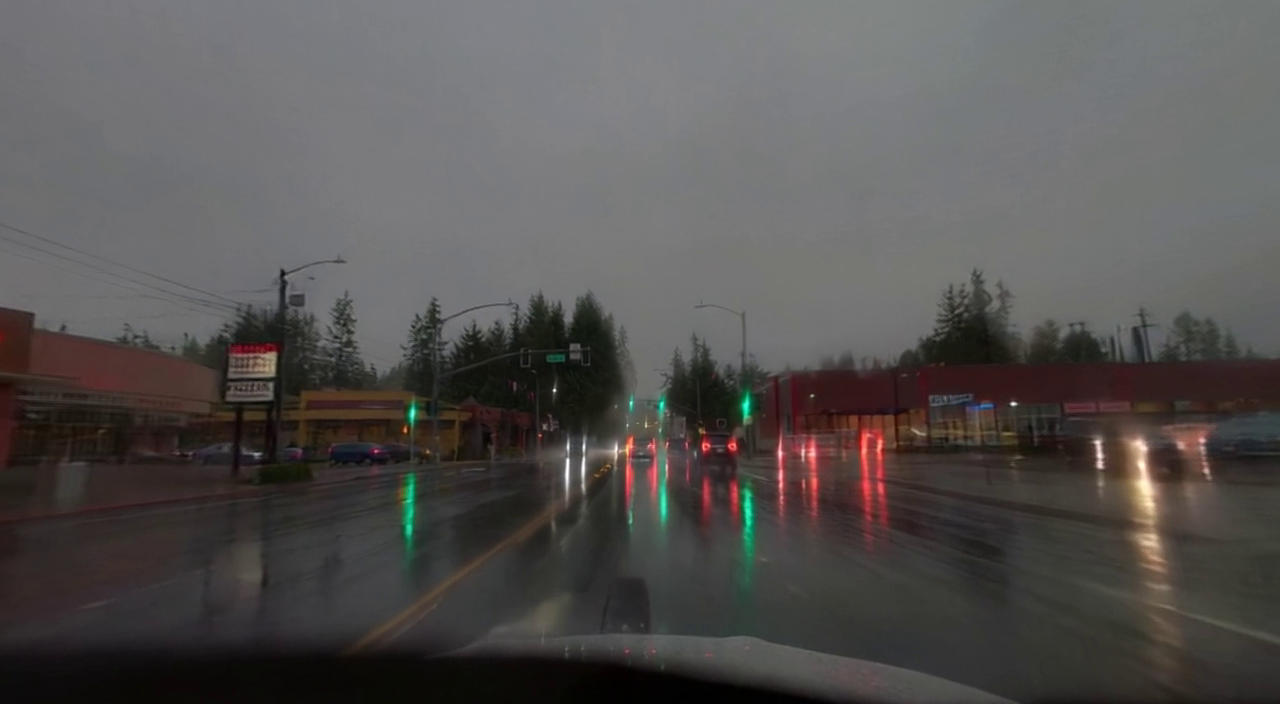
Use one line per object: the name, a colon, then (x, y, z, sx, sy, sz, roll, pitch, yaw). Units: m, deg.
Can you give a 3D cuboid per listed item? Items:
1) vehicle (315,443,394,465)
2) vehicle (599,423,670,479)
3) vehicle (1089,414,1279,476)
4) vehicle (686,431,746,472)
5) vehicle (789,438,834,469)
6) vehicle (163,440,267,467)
vehicle: (-21.034, 7.532, 46.616, 4.839, 1.604, 2.058, -1, -8, 3)
vehicle: (-0.189, 4.072, 26.161, 2.638, 2.065, 5.313, 0, -8, 0)
vehicle: (15.739, 2.682, 18.015, 4.164, 1.562, 1.978, -2, -10, 1)
vehicle: (3.553, 4.785, 30.476, 2.276, 1.787, 4.630, 0, -8, -1)
vehicle: (8.823, 5.129, 32.133, 2.002, 1.427, 4.436, -3, -9, 17)
vehicle: (-31.484, 7.539, 46.822, 5.964, 1.893, 2.363, 0, -8, 1)
